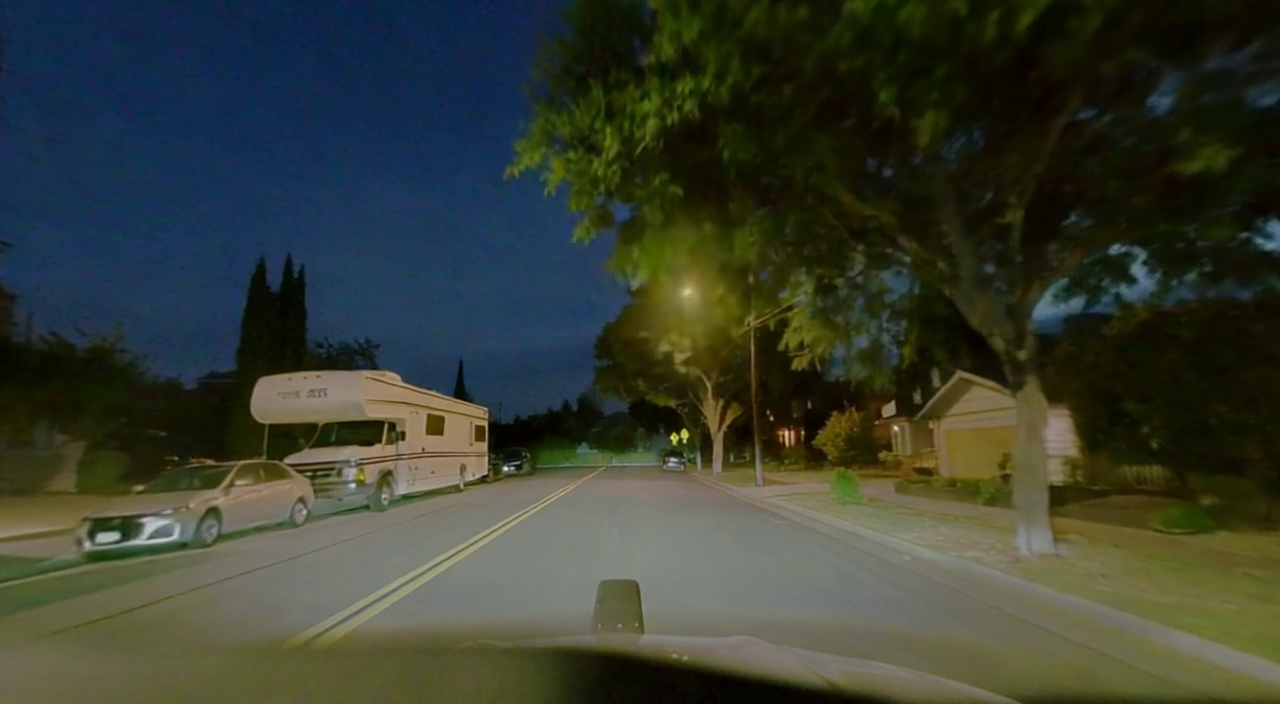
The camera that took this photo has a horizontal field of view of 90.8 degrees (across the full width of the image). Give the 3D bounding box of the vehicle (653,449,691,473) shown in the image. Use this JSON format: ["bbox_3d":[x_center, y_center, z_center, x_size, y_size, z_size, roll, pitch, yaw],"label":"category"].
[{"bbox_3d":[2.111,7.445,43.437,2.167,1.479,4.597,0,-9,-3],"label":"vehicle"}]

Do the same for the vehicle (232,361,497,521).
[{"bbox_3d":[-7.355,2.966,19.801,3.103,3.479,11.801,-1,-10,-1],"label":"vehicle"}]

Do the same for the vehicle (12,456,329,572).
[{"bbox_3d":[-7.375,2.528,10.721,1.932,1.438,4.552,0,-9,-1],"label":"vehicle"}]
